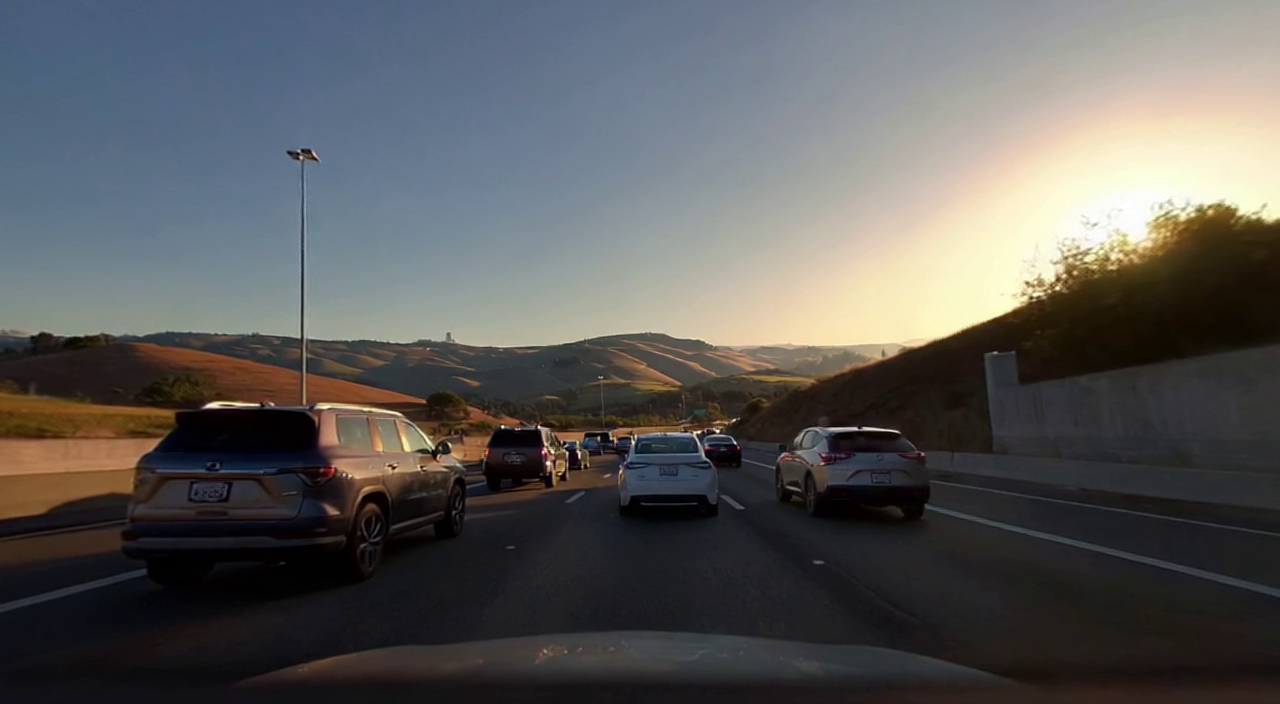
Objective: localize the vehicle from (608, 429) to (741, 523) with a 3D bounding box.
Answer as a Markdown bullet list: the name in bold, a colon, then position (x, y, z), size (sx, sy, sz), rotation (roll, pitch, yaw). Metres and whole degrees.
- **vehicle**: position (0.578, 2.285, 12.239), size (2.105, 1.471, 4.349), rotation (0, -8, 1)

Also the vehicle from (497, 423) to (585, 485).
- **vehicle**: position (-3.165, 3.390, 21.204), size (1.997, 1.806, 5.002), rotation (0, -8, 2)

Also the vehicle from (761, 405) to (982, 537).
- **vehicle**: position (3.561, 1.932, 10.824), size (2.046, 1.765, 4.534), rotation (0, -8, 0)

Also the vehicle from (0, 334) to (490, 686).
- **vehicle**: position (-3.334, 1.227, 6.180), size (2.301, 1.902, 5.374), rotation (0, -8, 1)
